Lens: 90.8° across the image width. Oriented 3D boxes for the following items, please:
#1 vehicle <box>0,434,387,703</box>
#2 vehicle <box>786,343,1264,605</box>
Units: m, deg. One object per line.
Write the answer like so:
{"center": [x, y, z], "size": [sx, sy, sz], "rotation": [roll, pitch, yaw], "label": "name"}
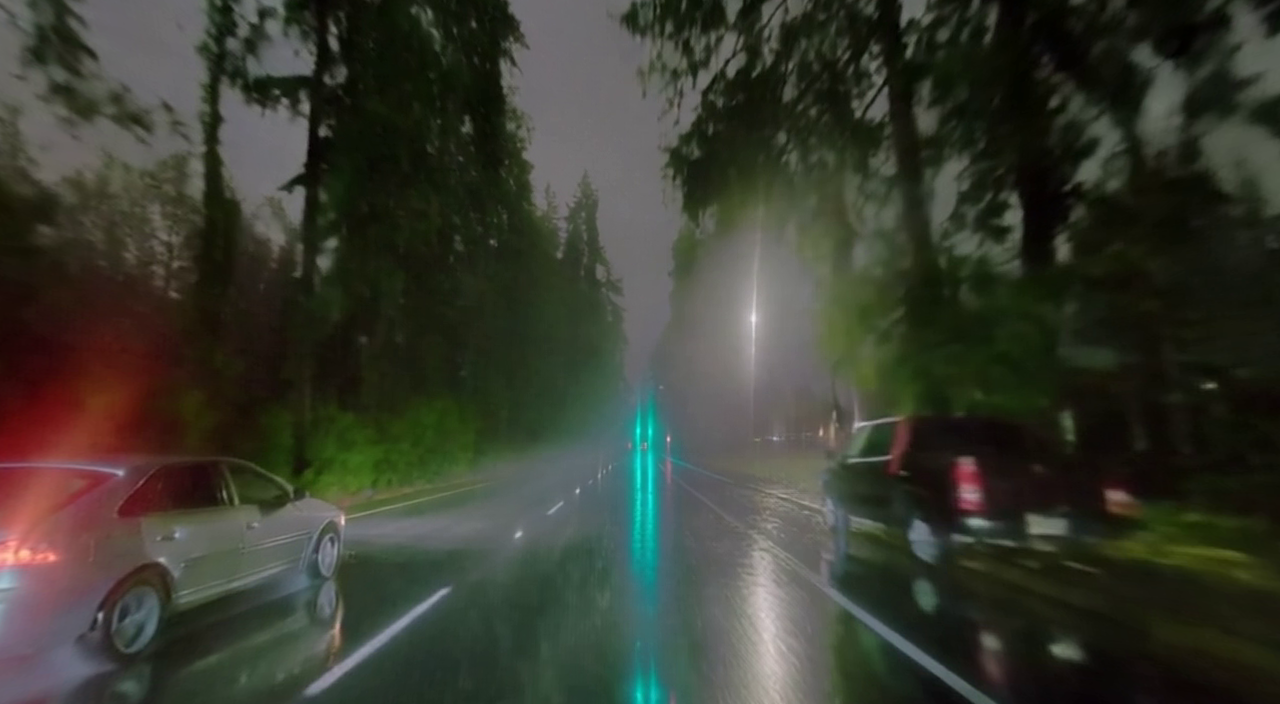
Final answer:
{"center": [-3.987, 1.455, 5.331], "size": [1.946, 1.437, 4.154], "rotation": [0, -8, 0], "label": "vehicle"}
{"center": [4.318, 1.604, 9.319], "size": [2.554, 2.388, 6.973], "rotation": [0, -8, -1], "label": "vehicle"}
